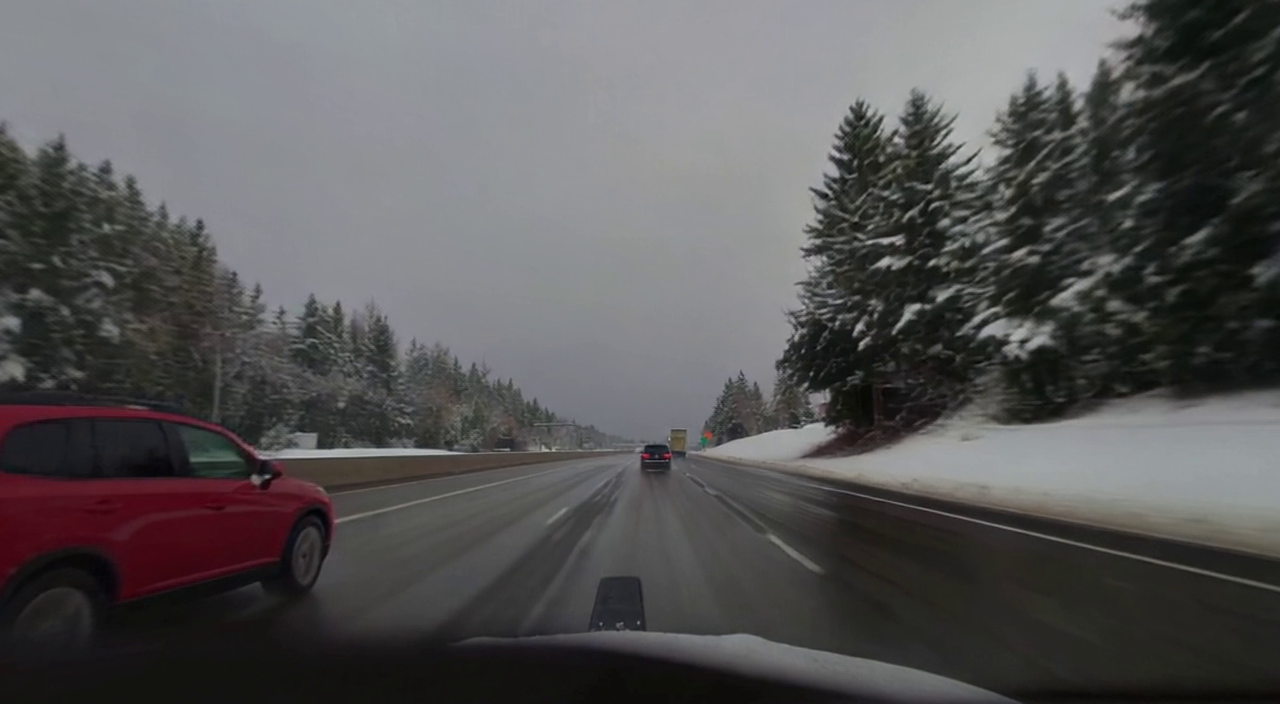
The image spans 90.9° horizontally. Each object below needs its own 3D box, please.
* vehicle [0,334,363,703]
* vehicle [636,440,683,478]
[{"bbox_3d":[-3.762,0.995,3.647,2.139,1.804,4.611,0,-9,1],"label":"vehicle"},{"bbox_3d":[0.899,5.117,30.305,2.087,1.682,4.388,0,-9,0],"label":"vehicle"}]
